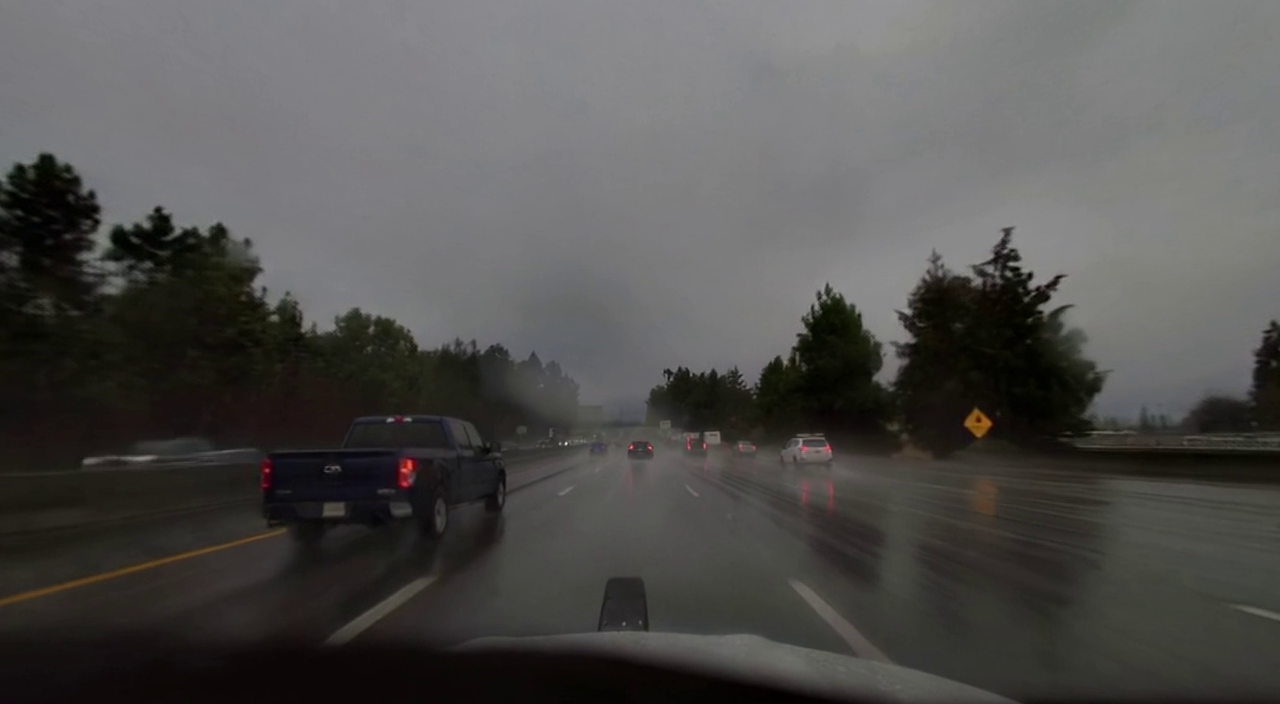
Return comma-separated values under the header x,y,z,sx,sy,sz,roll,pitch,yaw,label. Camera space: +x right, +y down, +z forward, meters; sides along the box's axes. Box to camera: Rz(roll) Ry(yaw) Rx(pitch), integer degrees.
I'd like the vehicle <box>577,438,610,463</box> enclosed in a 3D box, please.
x,y,z,sx,sy,sz,roll,pitch,yaw,label
-3.385,7.301,46.762,2.140,1.720,4.410,0,-9,0,vehicle

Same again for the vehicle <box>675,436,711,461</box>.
x,y,z,sx,sy,sz,roll,pitch,yaw,label
3.944,7.360,48.076,2.272,1.803,5.416,0,-9,0,vehicle

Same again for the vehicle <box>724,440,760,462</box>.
x,y,z,sx,sy,sz,roll,pitch,yaw,label
7.288,7.138,45.479,1.894,1.511,4.148,0,-9,-1,vehicle

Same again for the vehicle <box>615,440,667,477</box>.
x,y,z,sx,sy,sz,roll,pitch,yaw,label
0.030,4.575,27.383,2.071,1.464,4.162,0,-9,0,vehicle

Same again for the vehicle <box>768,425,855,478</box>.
x,y,z,sx,sy,sz,roll,pitch,yaw,label
6.840,4.063,25.796,2.094,1.916,5.099,0,-9,0,vehicle

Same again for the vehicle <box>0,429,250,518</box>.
x,y,z,sx,sy,sz,roll,pitch,yaw,label
-13.023,2.975,16.126,2.384,1.827,5.905,0,-9,-1,vehicle

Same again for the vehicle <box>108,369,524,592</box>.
x,y,z,sx,sy,sz,roll,pitch,yaw,label
-3.435,1.583,8.588,2.487,1.979,5.742,-1,-9,2,vehicle
